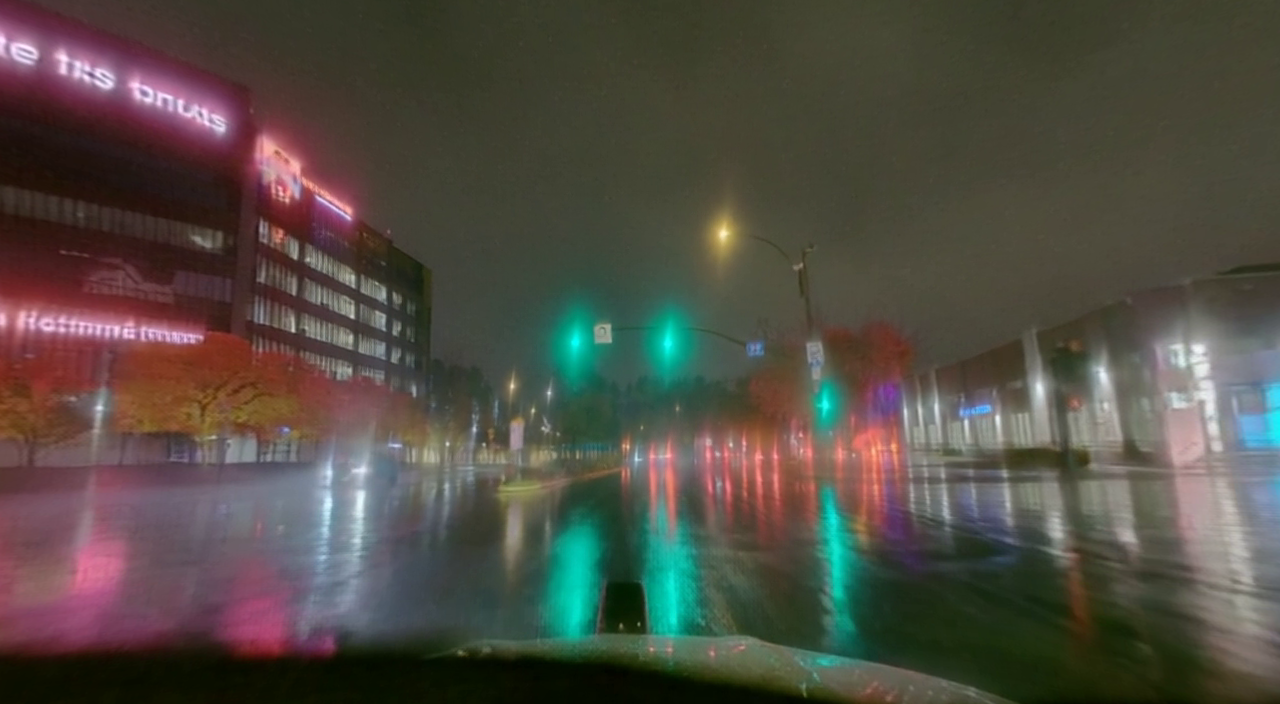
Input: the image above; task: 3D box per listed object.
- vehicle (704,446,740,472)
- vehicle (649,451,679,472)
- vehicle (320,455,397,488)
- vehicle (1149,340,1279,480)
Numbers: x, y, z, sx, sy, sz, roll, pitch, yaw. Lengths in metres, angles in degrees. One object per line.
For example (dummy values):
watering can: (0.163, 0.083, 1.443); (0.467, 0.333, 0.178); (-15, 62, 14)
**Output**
vehicle: (5.748, 7.553, 44.666); (2.174, 1.749, 4.739); (0, -9, 3)
vehicle: (1.858, 8.359, 48.325); (2.014, 1.525, 4.197); (-1, -9, 6)
vehicle: (-14.640, 6.226, 33.005); (1.904, 1.582, 4.111); (-1, -9, 4)
vehicle: (20.937, 1.632, 17.044); (10.893, 3.534, 3.195); (-1, -9, 4)
